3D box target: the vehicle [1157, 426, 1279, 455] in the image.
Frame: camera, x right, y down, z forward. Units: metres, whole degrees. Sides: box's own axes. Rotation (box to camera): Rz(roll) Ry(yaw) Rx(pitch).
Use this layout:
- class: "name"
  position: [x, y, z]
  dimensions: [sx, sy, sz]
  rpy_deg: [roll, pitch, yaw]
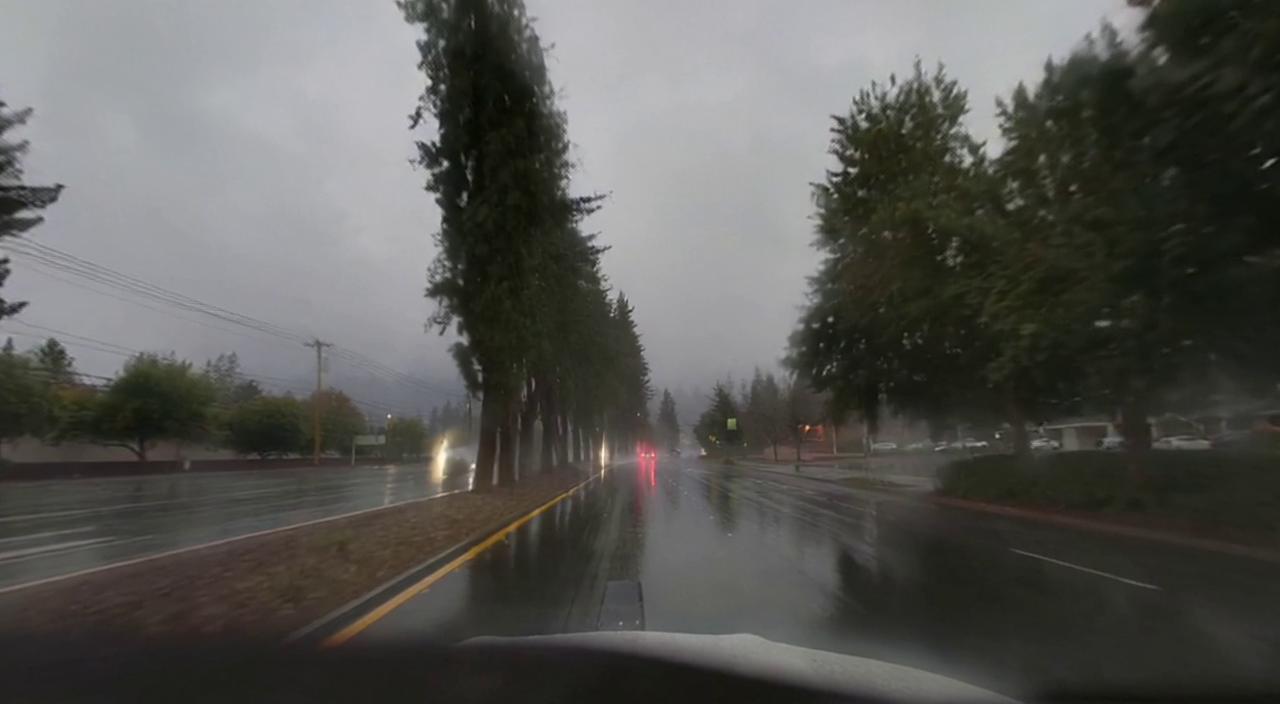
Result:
- class: "vehicle"
  position: [44.624, 6.850, 48.578]
  dimensions: [2.249, 2.055, 7.098]
  rpy_deg: [3, -9, -24]
